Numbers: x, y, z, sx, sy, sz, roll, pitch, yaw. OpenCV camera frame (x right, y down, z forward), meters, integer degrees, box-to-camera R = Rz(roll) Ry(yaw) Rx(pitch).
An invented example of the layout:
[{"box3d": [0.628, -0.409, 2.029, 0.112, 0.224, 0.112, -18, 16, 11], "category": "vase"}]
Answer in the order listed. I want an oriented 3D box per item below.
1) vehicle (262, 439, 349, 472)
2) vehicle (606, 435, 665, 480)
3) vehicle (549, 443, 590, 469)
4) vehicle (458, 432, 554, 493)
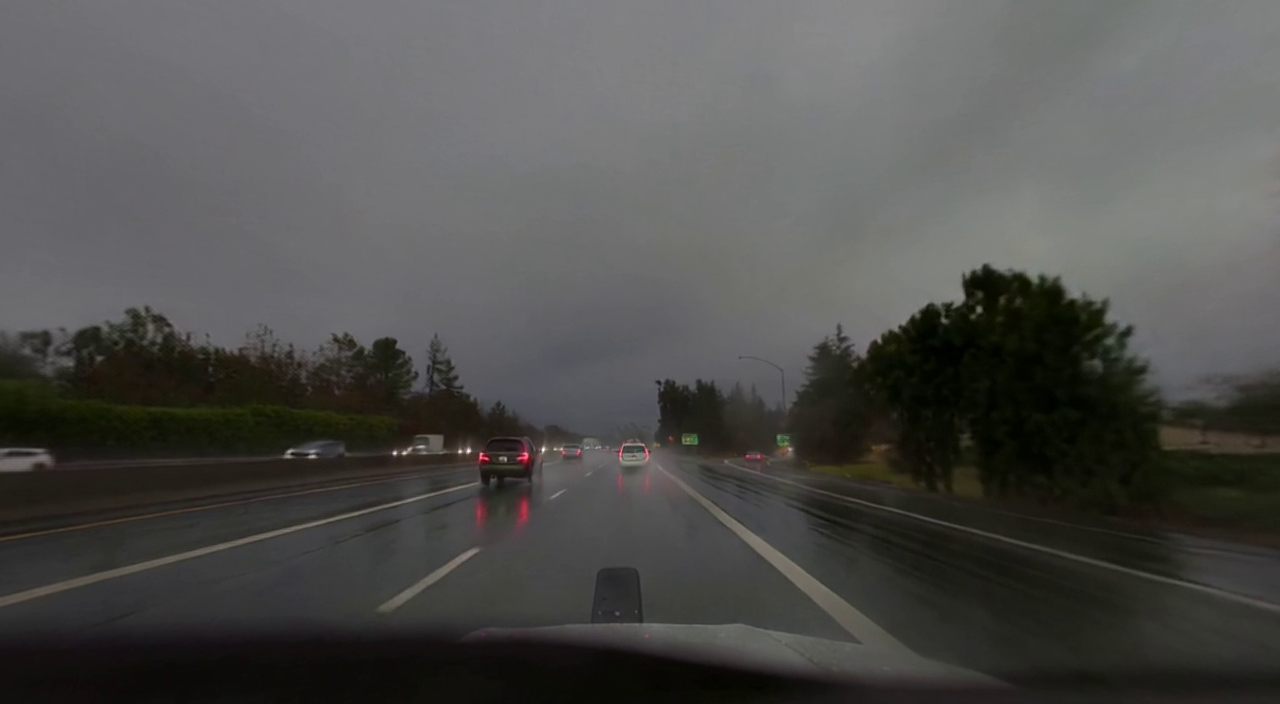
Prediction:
[{"box3d": [-17.216, 5.346, 32.857, 2.011, 1.588, 4.596, 0, -8, 0], "category": "vehicle"}, {"box3d": [-0.189, 4.549, 27.515, 2.378, 1.750, 4.355, 0, -8, 0], "category": "vehicle"}, {"box3d": [-4.407, 6.559, 40.009, 2.084, 1.528, 4.094, 0, -8, 0], "category": "vehicle"}, {"box3d": [-4.086, 3.460, 20.124, 2.044, 1.717, 4.421, 0, -8, 0], "category": "vehicle"}]
